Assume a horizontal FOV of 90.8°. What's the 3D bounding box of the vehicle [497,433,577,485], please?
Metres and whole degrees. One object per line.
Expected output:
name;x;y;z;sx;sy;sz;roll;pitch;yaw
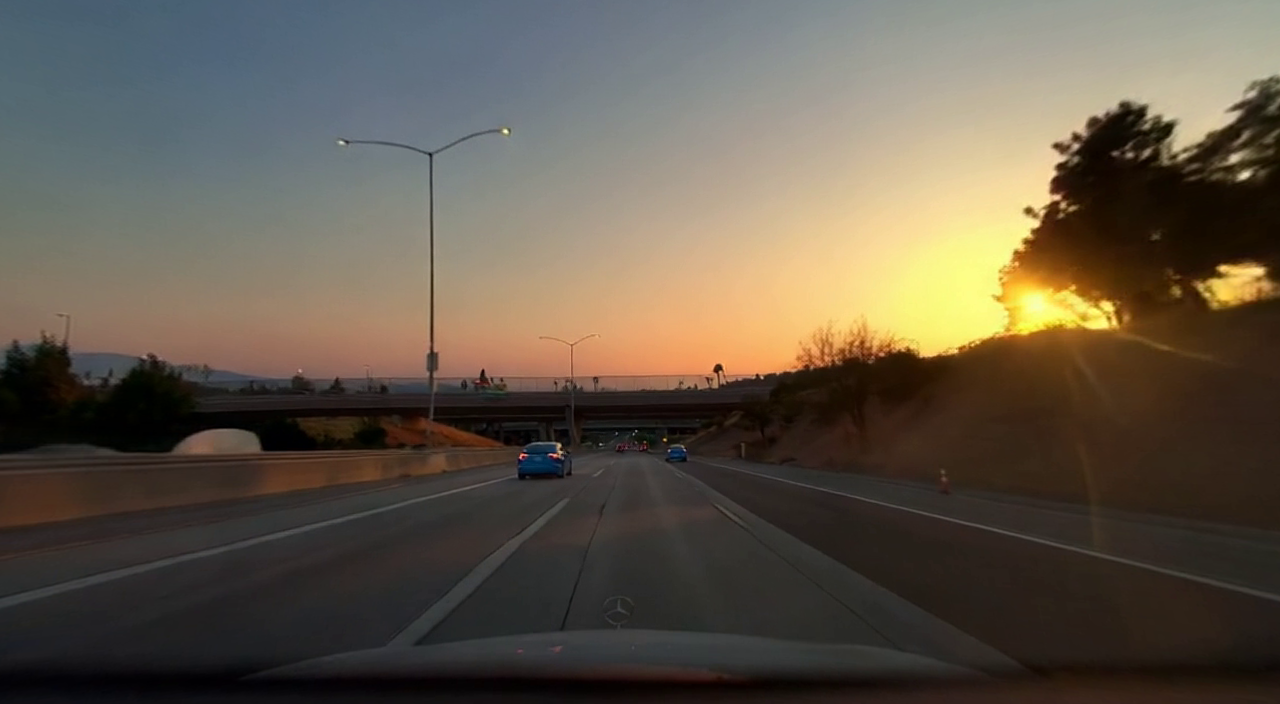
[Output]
vehicle;-3.841;4.116;24.501;2.205;1.773;5.124;0;-9;0
